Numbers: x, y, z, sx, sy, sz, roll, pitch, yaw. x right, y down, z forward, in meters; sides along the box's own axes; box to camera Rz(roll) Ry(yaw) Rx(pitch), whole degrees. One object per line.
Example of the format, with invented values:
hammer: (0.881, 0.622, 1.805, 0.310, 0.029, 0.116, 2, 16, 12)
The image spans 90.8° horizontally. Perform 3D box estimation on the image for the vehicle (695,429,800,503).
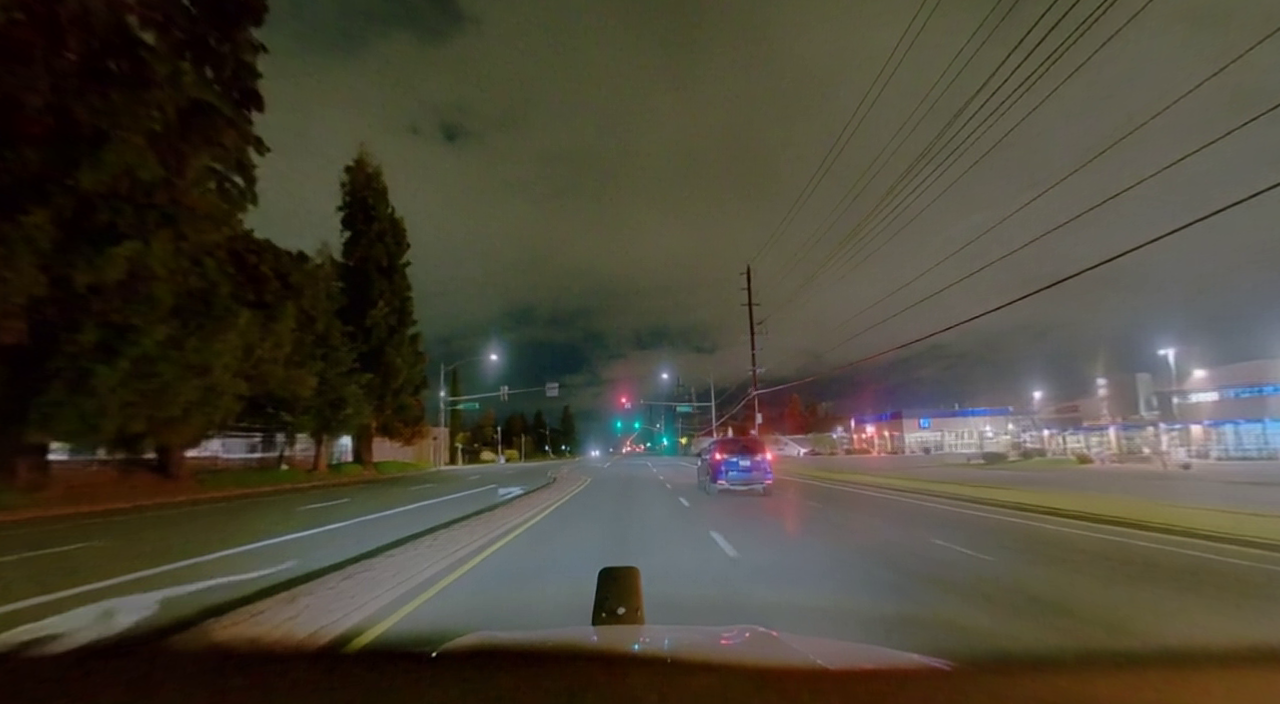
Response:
vehicle: (2.883, 3.224, 18.133, 2.060, 1.820, 4.713, 0, -9, -2)
